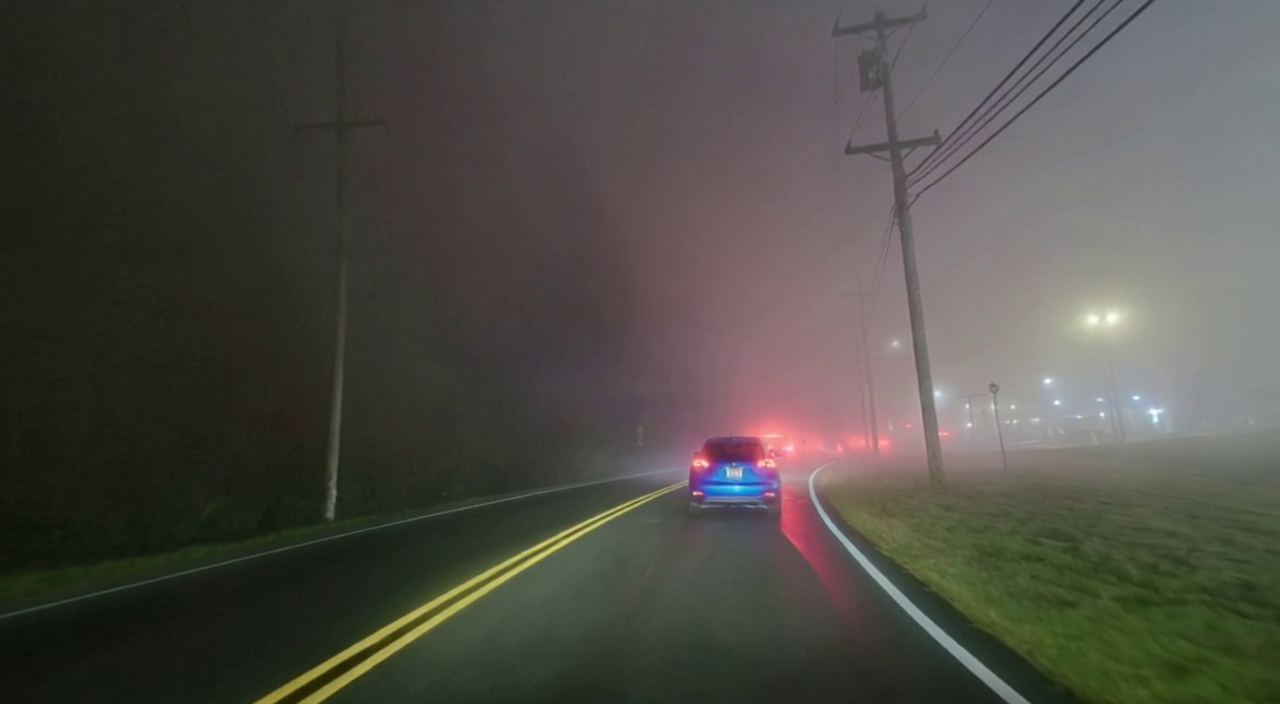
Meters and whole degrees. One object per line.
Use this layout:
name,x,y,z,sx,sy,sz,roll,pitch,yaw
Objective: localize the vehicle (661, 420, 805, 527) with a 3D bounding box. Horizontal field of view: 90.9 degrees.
vehicle,1.807,2.150,11.715,2.157,1.565,4.243,-2,-9,11
